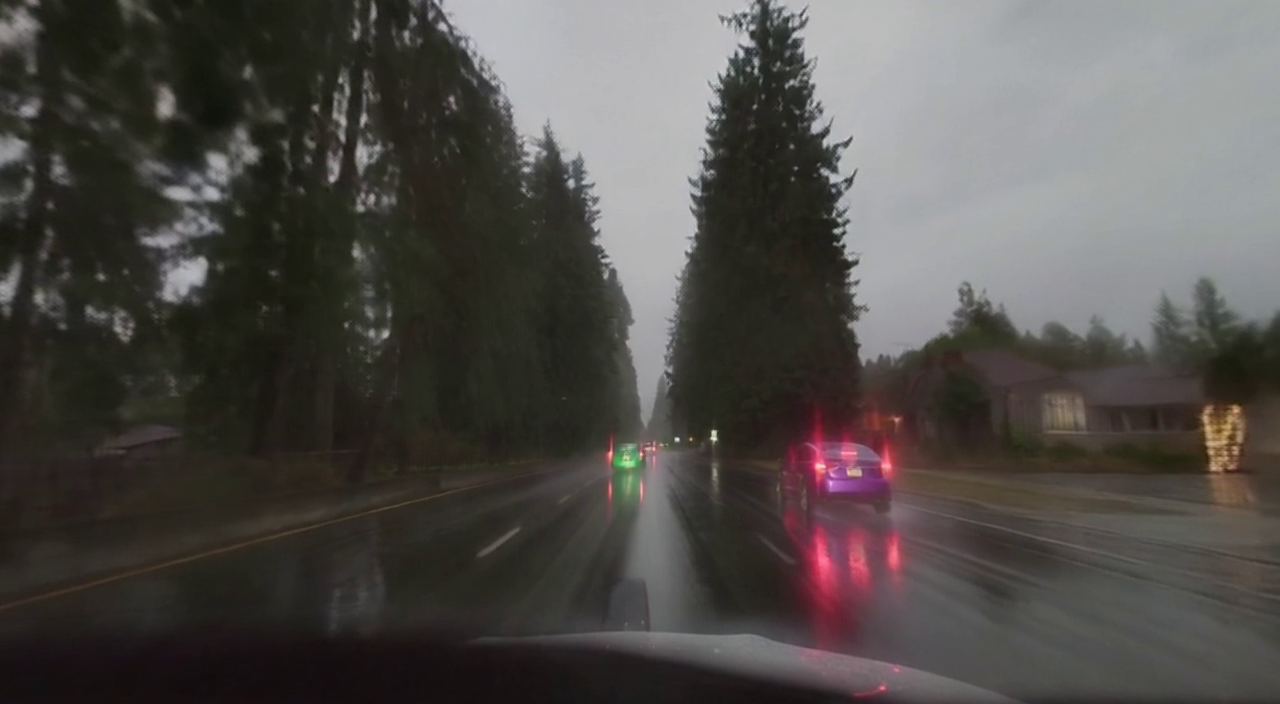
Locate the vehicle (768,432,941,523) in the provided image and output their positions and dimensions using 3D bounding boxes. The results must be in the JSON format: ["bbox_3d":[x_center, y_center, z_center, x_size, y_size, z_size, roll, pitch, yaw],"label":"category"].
[{"bbox_3d":[4.111,2.446,13.000,1.943,1.471,4.515,-1,-8,0],"label":"vehicle"}]

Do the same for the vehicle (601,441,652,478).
[{"bbox_3d":[-0.549,4.990,29.724,2.206,1.525,4.695,-1,-8,1],"label":"vehicle"}]
